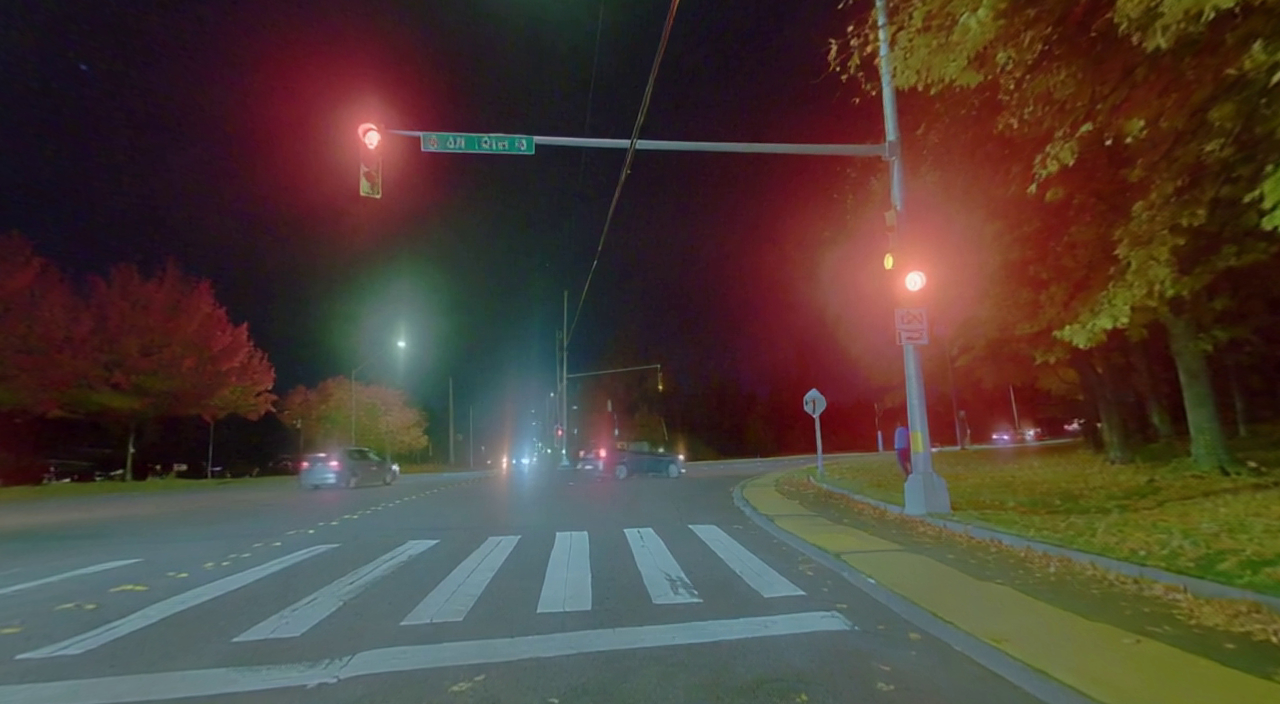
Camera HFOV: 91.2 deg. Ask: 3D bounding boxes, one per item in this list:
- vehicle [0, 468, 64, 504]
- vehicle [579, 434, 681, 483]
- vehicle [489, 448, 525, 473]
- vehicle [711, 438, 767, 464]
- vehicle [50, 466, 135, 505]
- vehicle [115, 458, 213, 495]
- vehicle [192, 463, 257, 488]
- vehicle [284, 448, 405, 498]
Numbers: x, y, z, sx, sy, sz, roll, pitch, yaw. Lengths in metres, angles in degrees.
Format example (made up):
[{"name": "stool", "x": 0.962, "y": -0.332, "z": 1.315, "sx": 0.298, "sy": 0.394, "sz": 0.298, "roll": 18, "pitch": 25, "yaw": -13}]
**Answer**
[{"name": "vehicle", "x": -30.330, "y": 6.452, "z": 30.331, "sx": 1.800, "sy": 1.520, "sz": 3.968, "roll": 2, "pitch": -9, "yaw": -13}, {"name": "vehicle", "x": -0.333, "y": 4.458, "z": 26.484, "sx": 1.988, "sy": 1.853, "sz": 4.314, "roll": -7, "pitch": -11, "yaw": 39}, {"name": "vehicle", "x": -8.851, "y": 7.242, "z": 42.046, "sx": 1.776, "sy": 1.558, "sz": 3.779, "roll": 0, "pitch": -9, "yaw": -4}, {"name": "vehicle", "x": 6.997, "y": 6.944, "z": 43.961, "sx": 1.867, "sy": 1.743, "sz": 4.259, "roll": -8, "pitch": -11, "yaw": 40}, {"name": "vehicle", "x": -25.421, "y": 6.158, "z": 29.259, "sx": 1.694, "sy": 1.528, "sz": 4.225, "roll": 3, "pitch": -9, "yaw": -23}, {"name": "vehicle", "x": -27.840, "y": 7.267, "z": 36.910, "sx": 2.064, "sy": 1.913, "sz": 5.081, "roll": 0, "pitch": -9, "yaw": -4}, {"name": "vehicle", "x": -28.550, "y": 8.473, "z": 43.178, "sx": 1.768, "sy": 1.465, "sz": 3.972, "roll": 0, "pitch": -9, "yaw": -1}, {"name": "vehicle", "x": -10.796, "y": 4.398, "z": 23.218, "sx": 1.832, "sy": 1.674, "sz": 3.805, "roll": -4, "pitch": -9, "yaw": 19}]
